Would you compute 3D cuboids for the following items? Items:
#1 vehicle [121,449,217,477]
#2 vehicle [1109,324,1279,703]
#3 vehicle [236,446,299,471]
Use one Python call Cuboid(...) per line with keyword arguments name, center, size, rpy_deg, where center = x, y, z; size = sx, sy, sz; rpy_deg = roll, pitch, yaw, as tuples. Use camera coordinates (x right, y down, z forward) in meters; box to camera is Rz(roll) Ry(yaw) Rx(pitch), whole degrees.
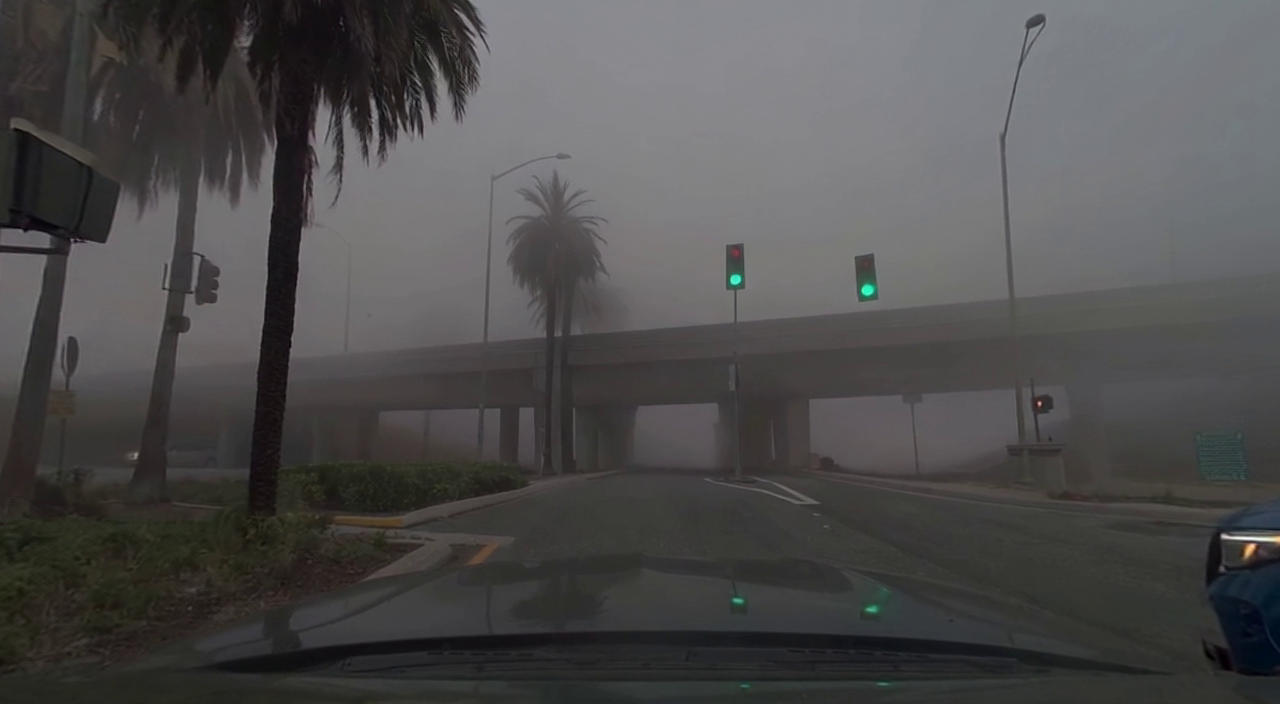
Cuboid(name="vehicle", center=(-26.582, 6.259, 35.736), size=(1.830, 1.443, 4.551), rpy_deg=(0, -9, 1))
Cuboid(name="vehicle", center=(3.443, 0.539, 0.795), size=(2.028, 1.770, 4.737), rpy_deg=(0, -9, 0))
Cuboid(name="vehicle", center=(-26.294, 7.530, 44.565), size=(1.941, 1.631, 4.017), rpy_deg=(0, -9, 0))
